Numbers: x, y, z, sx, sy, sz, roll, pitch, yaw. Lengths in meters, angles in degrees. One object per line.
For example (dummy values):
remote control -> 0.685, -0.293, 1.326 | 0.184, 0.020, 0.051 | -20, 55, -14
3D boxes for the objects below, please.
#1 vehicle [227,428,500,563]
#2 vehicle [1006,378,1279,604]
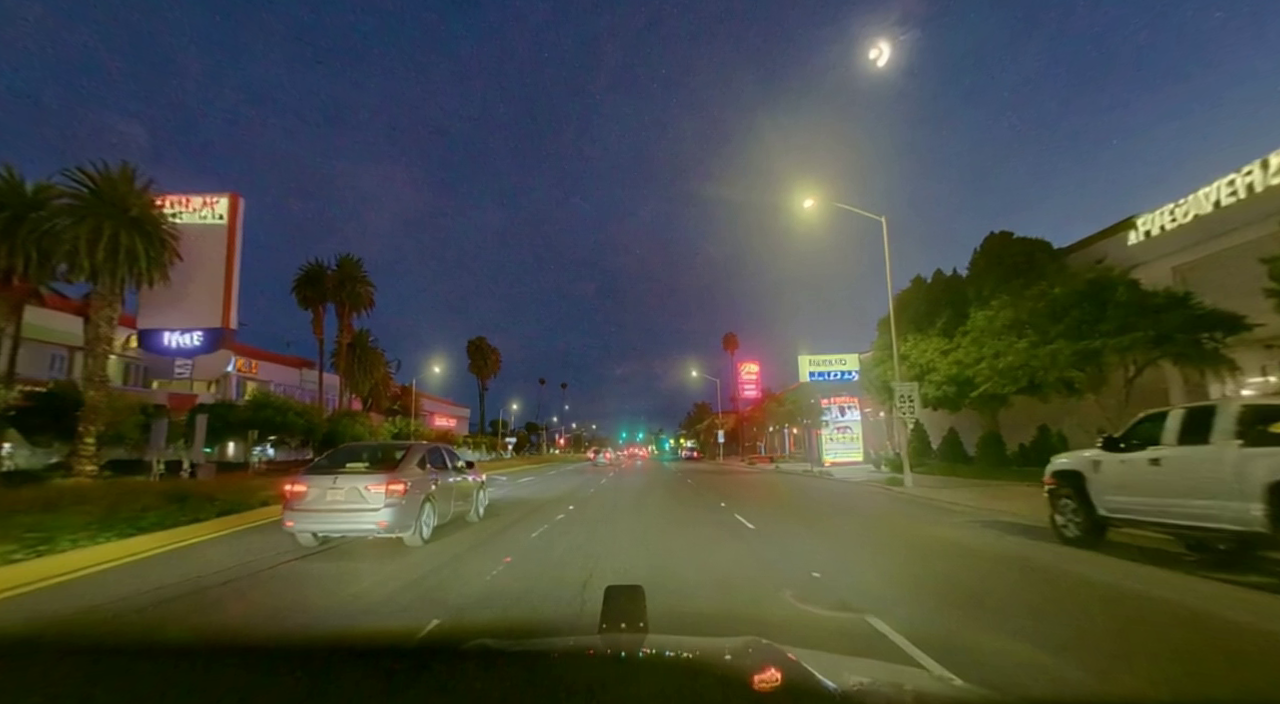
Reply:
vehicle -> -3.642, 1.970, 9.440 | 2.032, 1.511, 4.424 | 0, -9, 1
vehicle -> 6.444, 1.246, 5.843 | 2.214, 1.865, 6.549 | 0, -9, 0
